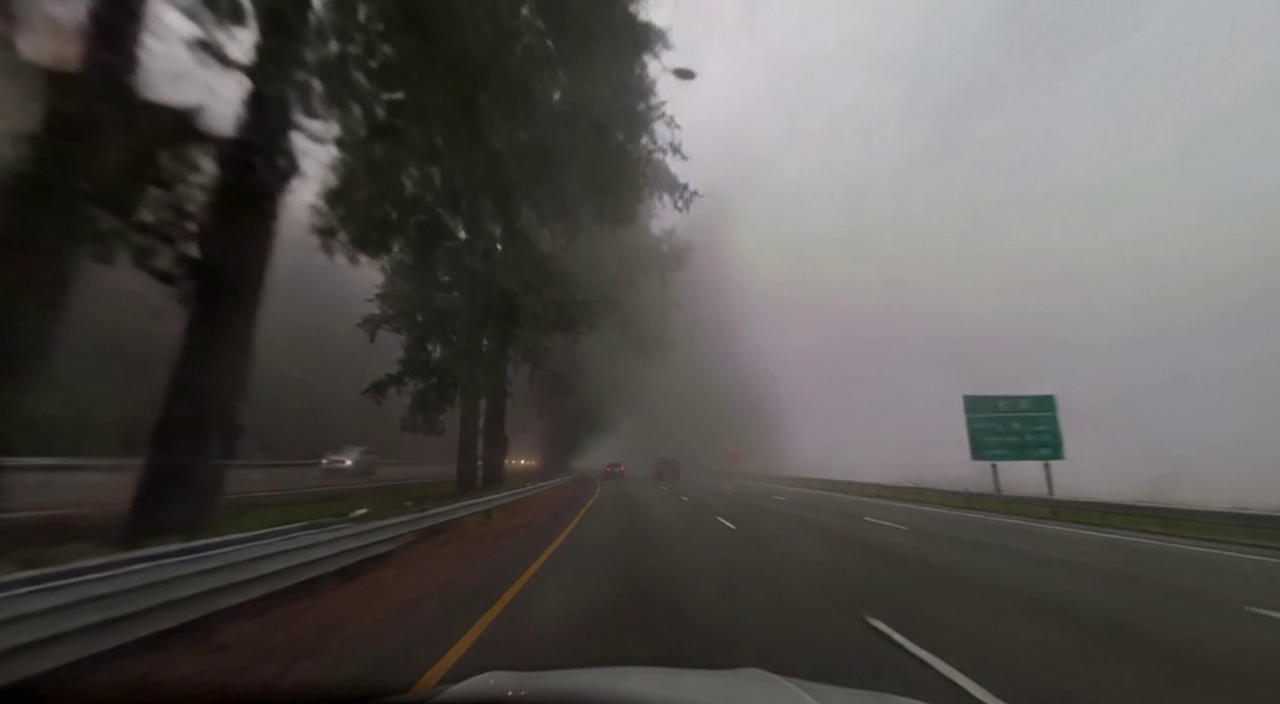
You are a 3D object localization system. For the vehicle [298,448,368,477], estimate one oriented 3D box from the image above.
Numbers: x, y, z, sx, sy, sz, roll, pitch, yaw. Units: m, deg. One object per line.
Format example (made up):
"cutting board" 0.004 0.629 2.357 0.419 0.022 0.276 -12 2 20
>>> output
"vehicle" -17.853 6.474 36.896 2.005 1.547 4.120 1 -10 -1
